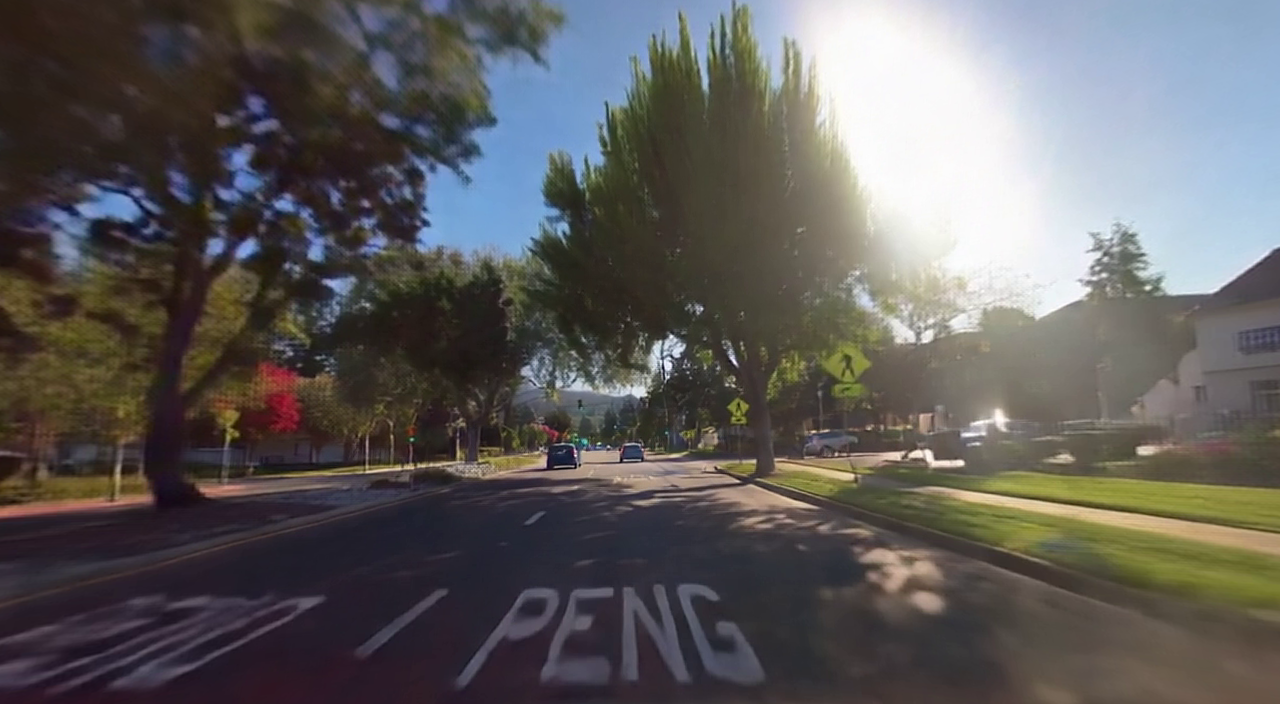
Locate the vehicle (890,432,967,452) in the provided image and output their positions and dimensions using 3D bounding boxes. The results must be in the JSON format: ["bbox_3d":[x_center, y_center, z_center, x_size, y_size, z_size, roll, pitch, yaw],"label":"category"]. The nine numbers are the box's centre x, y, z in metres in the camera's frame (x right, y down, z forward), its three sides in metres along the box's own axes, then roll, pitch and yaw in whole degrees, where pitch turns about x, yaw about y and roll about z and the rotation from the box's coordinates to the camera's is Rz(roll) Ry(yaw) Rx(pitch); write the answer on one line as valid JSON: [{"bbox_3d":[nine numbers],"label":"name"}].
[{"bbox_3d":[22.313,6.966,48.808,5.025,1.532,1.958,0,-9,-1],"label":"vehicle"}]

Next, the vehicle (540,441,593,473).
[{"bbox_3d":[-3.546,5.140,31.047,2.083,1.460,4.527,0,-8,0],"label":"vehicle"}]

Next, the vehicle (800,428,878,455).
[{"bbox_3d":[15.282,6.925,48.586,5.230,2.007,2.410,0,-9,1],"label":"vehicle"}]

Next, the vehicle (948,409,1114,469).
[{"bbox_3d":[12.545,2.723,20.267,4.442,1.752,2.008,1,-6,-16],"label":"vehicle"}]

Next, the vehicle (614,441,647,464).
[{"bbox_3d":[-0.635,6.873,43.041,2.187,1.478,4.138,0,-8,-1],"label":"vehicle"}]
